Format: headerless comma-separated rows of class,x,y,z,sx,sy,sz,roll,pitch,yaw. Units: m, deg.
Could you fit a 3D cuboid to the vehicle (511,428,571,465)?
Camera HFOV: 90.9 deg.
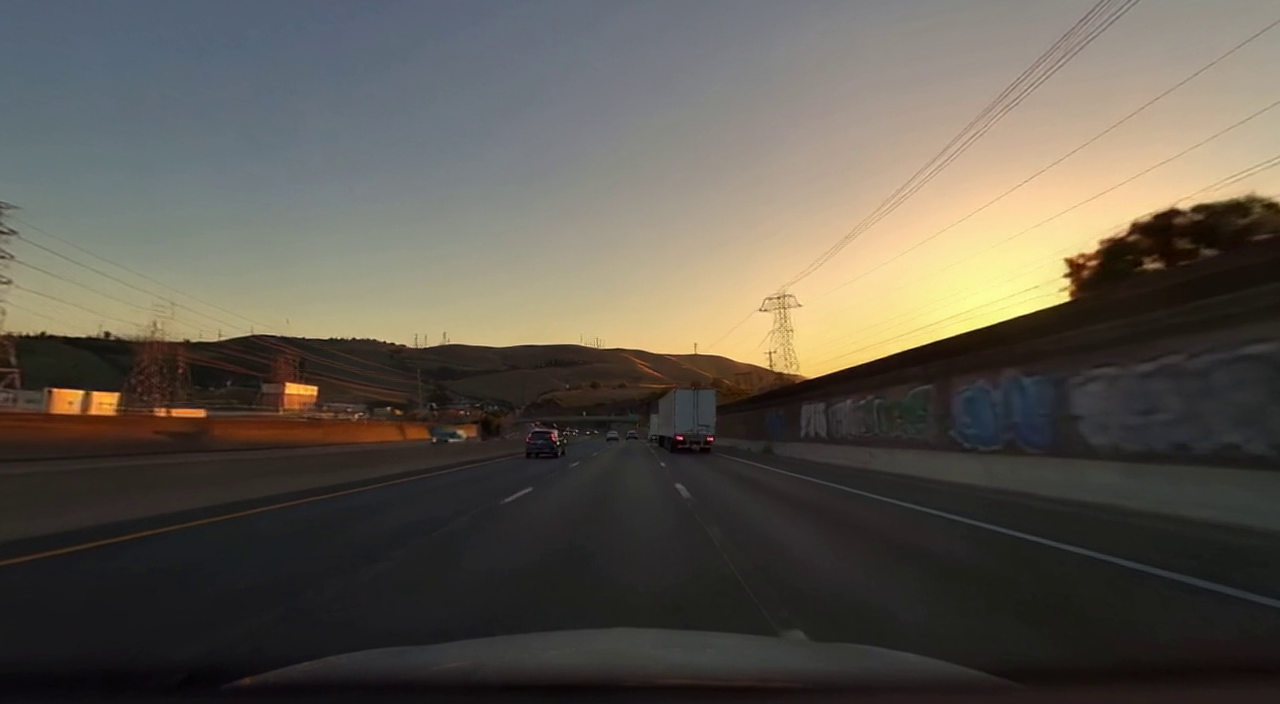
vehicle,-4.281,4.160,27.909,1.965,1.486,4.448,0,-8,0

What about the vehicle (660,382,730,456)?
vehicle,2.993,4.201,38.127,3.060,3.842,11.095,0,-8,-1
